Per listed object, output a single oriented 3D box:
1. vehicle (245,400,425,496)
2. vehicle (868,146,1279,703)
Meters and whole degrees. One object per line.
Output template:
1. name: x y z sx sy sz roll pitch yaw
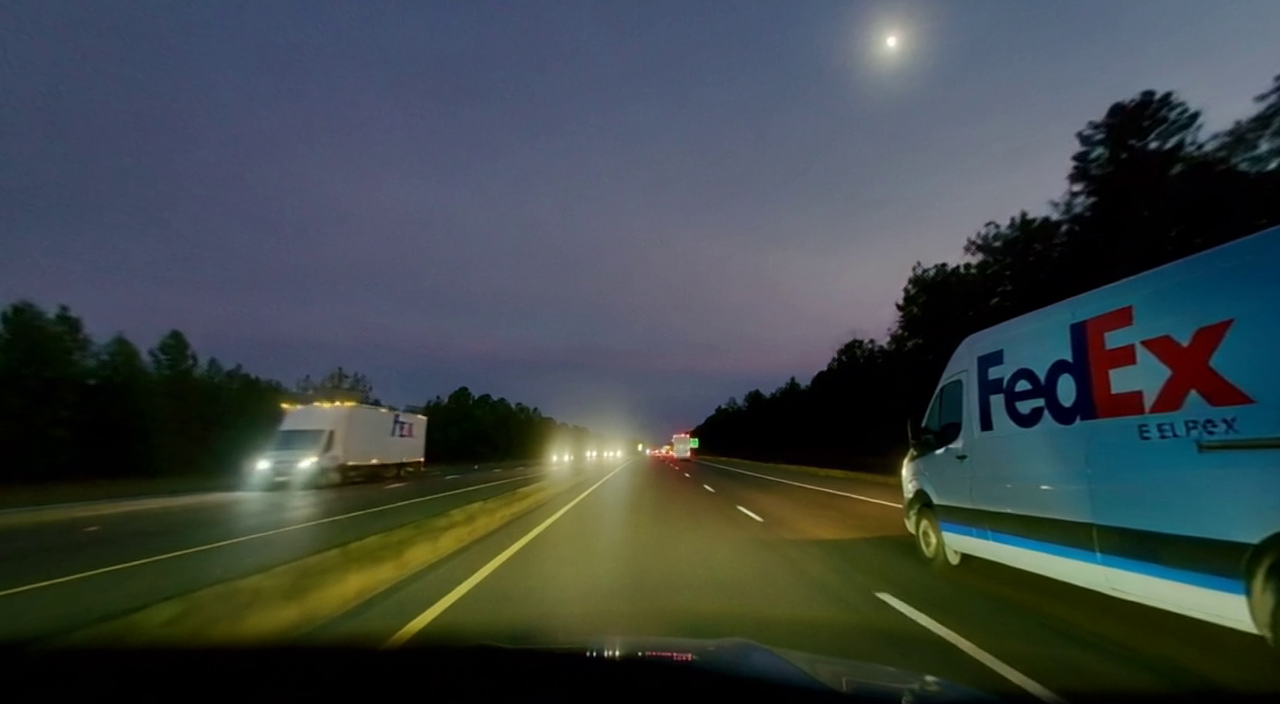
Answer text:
1. vehicle: -12.905 4.299 28.179 2.932 3.483 9.890 0 -9 1
2. vehicle: 3.906 0.666 4.053 2.522 2.556 6.180 0 -9 0
